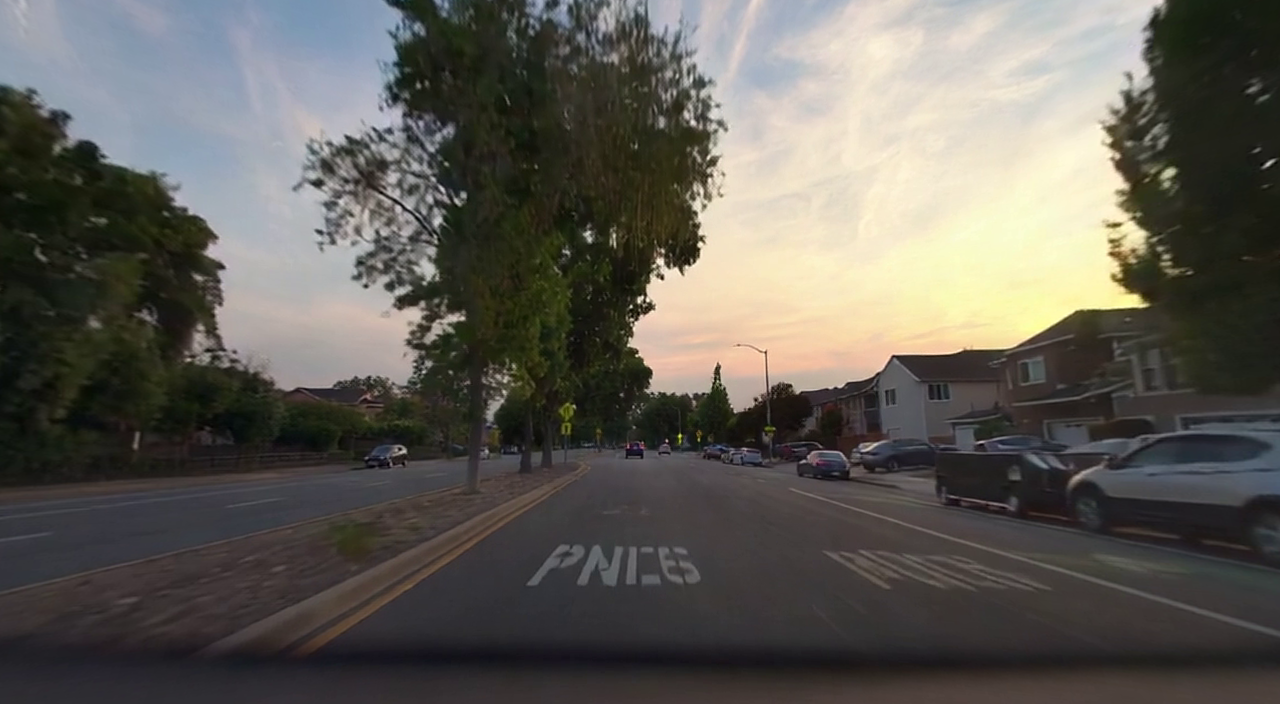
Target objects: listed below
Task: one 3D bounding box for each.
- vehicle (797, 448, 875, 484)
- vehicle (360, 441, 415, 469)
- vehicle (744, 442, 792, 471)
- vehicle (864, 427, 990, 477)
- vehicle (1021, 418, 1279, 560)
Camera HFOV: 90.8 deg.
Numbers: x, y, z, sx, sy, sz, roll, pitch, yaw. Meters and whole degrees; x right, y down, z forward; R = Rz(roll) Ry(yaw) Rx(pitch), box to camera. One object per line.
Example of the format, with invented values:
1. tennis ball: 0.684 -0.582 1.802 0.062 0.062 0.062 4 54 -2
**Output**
1. vehicle: 9.172 5.348 30.065 2.009 1.493 4.983 0 -8 -2
2. vehicle: -17.949 7.323 45.224 2.016 1.755 5.389 -3 -8 -3
3. vehicle: 8.681 7.153 43.425 2.100 1.821 4.991 0 -8 -2
4. vehicle: 16.173 5.600 35.799 5.911 2.054 2.167 -6 -6 -2
5. vehicle: 9.398 2.260 11.272 2.083 1.946 4.928 0 -8 0
